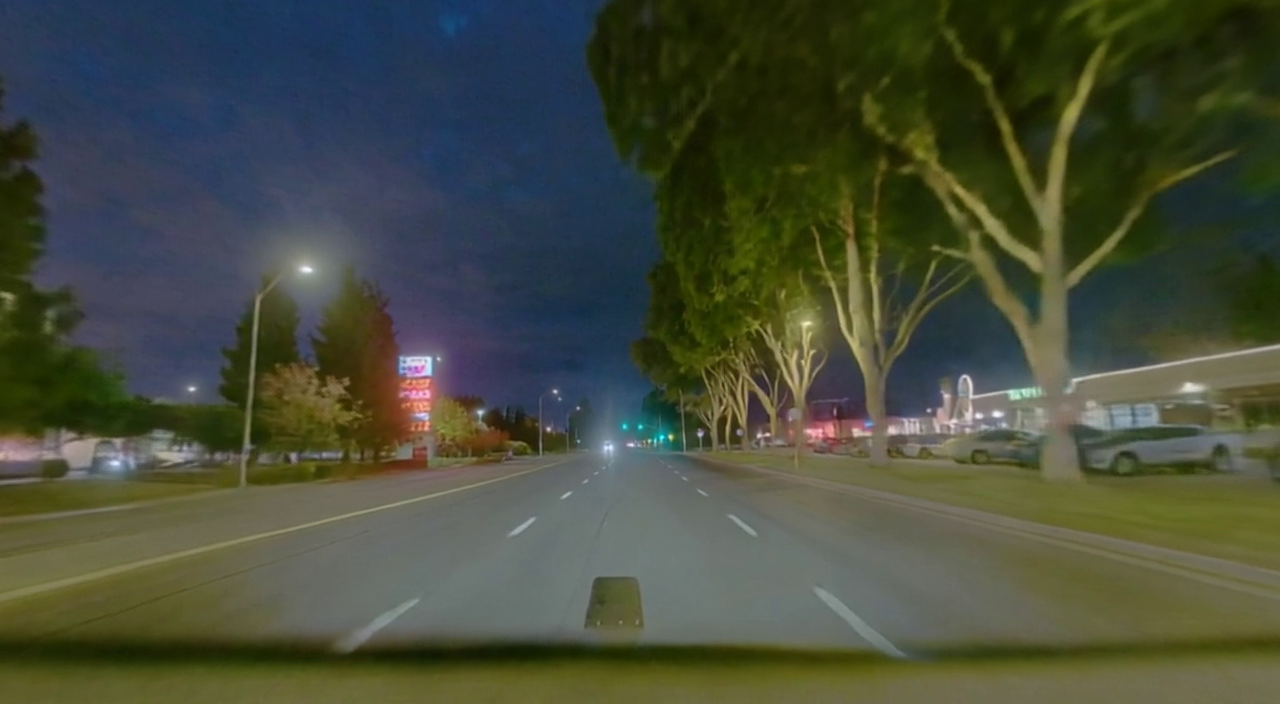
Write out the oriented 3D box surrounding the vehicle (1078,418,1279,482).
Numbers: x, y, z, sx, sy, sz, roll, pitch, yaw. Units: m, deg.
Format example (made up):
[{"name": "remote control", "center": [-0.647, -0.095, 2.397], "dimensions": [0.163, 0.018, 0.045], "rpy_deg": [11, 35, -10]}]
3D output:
[{"name": "vehicle", "center": [15.437, 2.781, 18.034], "dimensions": [4.339, 1.673, 2.018], "rpy_deg": [0, -8, -2]}]
